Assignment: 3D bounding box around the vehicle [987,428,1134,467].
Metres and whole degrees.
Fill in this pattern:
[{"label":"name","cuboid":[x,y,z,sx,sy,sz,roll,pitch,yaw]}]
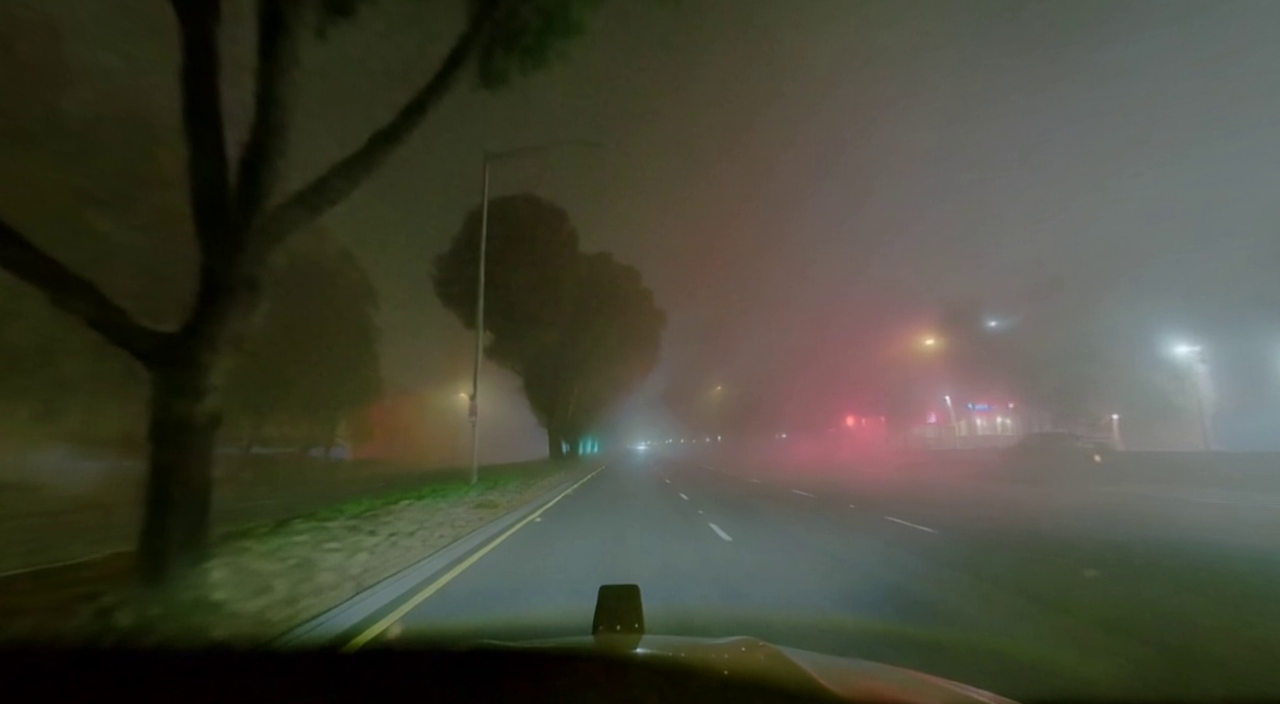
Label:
[{"label":"vehicle","cuboid":[16.939,3.876,25.615,4.505,1.498,2.068,0,-8,-3]}]
